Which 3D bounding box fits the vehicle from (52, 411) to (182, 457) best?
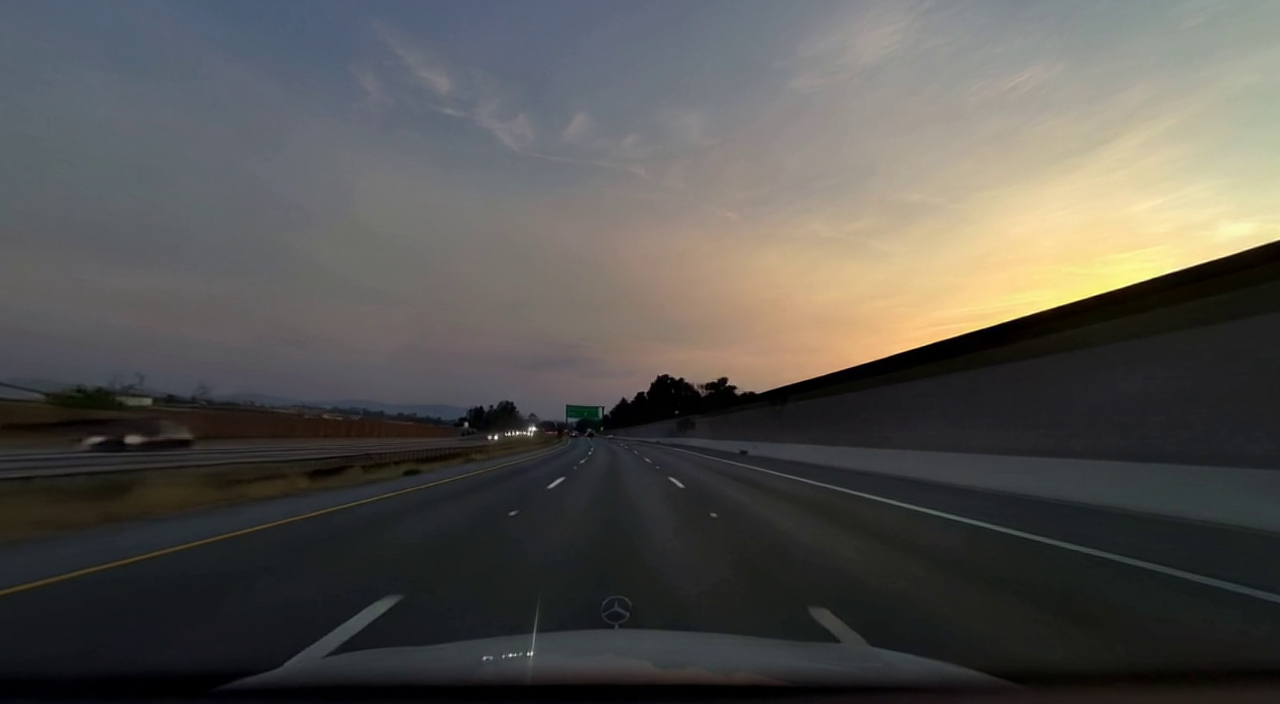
[{"bbox_3d":[-25.850,4.110,31.474,2.111,2.065,5.236,0,-8,-3],"label":"vehicle"}]
